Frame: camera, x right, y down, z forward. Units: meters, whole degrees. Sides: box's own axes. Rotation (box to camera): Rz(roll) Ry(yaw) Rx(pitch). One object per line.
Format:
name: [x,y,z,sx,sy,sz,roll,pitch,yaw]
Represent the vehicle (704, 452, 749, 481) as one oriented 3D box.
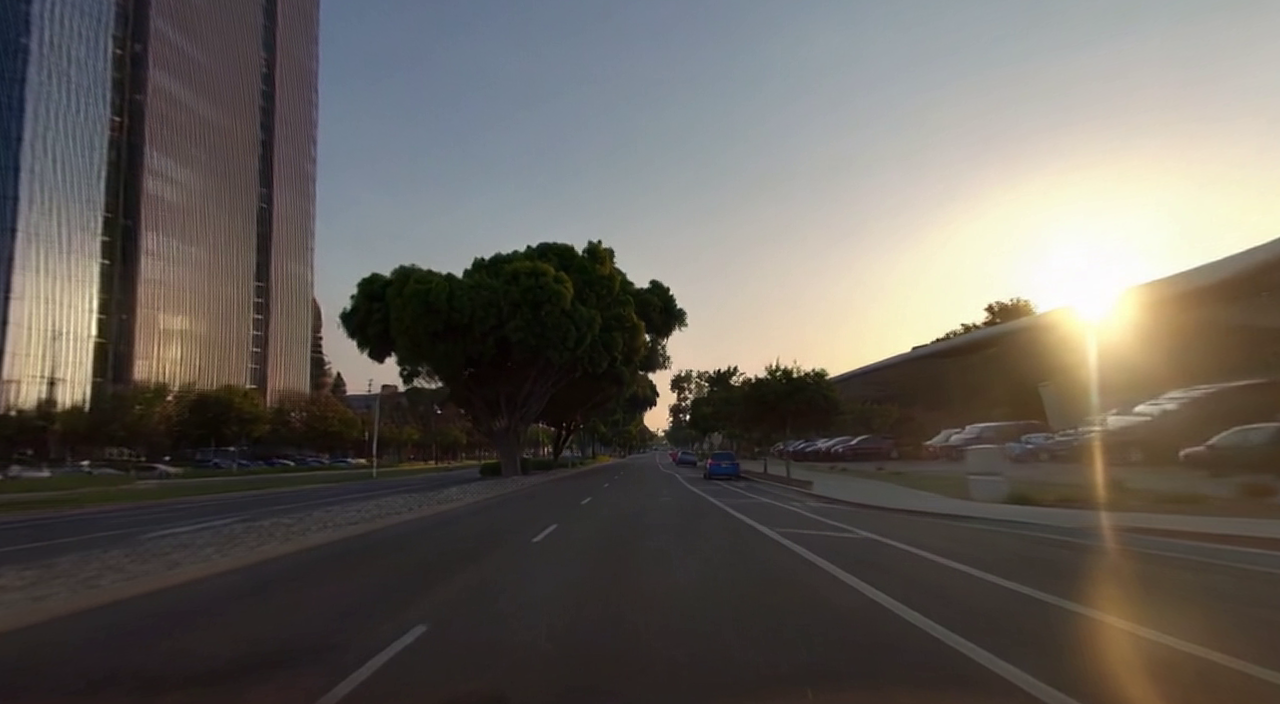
vehicle: [4.856,6.504,36.072,1.909,1.503,4.368,0,-8,0]
